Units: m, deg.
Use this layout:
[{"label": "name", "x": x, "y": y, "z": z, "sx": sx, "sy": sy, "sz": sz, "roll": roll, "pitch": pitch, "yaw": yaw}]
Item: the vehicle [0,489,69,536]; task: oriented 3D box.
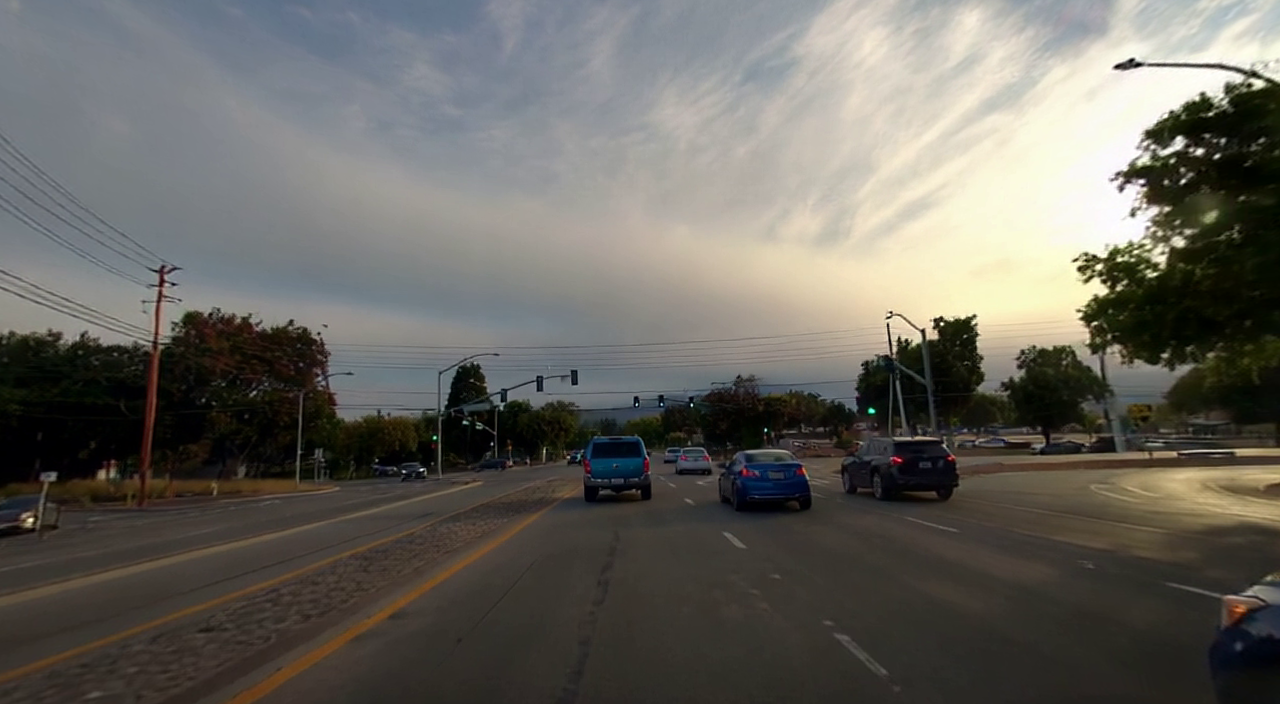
[{"label": "vehicle", "x": -26.969, "y": 6.930, "z": 27.070, "sx": 4.526, "sy": 1.715, "sz": 1.989, "roll": -10, "pitch": -12, "yaw": 25}]

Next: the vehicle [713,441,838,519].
[{"label": "vehicle", "x": 3.059, "y": 2.963, "z": 15.277, "sx": 1.880, "sy": 1.579, "sz": 4.401, "roll": 0, "pitch": -8, "yaw": -2}]

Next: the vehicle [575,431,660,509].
[{"label": "vehicle", "x": -0.661, "y": 3.428, "z": 18.837, "sx": 2.231, "sy": 1.998, "sz": 4.254, "roll": 0, "pitch": -8, "yaw": -2}]

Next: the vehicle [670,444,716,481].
[{"label": "vehicle", "x": 2.684, "y": 5.734, "z": 33.164, "sx": 1.915, "sy": 1.765, "sz": 4.047, "roll": 0, "pitch": -8, "yaw": -2}]

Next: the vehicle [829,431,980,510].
[{"label": "vehicle", "x": 6.648, "y": 3.010, "z": 16.504, "sx": 1.929, "sy": 1.753, "sz": 4.396, "roll": 0, "pitch": -8, "yaw": -1}]

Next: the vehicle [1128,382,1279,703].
[{"label": "vehicle", "x": 3.235, "y": 0.637, "z": 0.679, "sx": 1.889, "sy": 1.517, "sz": 4.308, "roll": 0, "pitch": -8, "yaw": -1}]
